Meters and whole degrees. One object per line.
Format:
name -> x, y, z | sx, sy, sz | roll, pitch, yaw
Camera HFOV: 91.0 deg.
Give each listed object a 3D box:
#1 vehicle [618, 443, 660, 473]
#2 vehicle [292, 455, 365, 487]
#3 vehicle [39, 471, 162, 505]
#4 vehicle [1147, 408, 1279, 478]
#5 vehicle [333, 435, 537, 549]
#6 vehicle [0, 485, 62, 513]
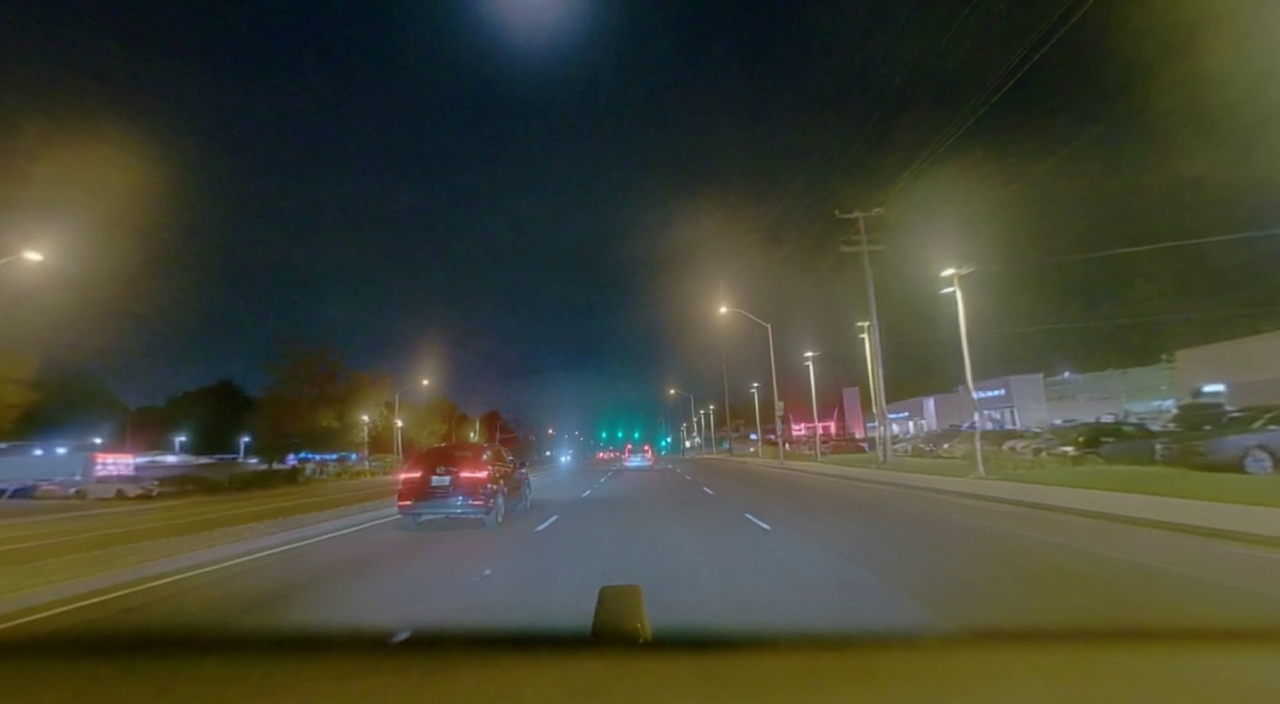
vehicle -> -0.072, 5.532, 33.057 | 2.019, 1.459, 4.005 | 0, -9, -1
vehicle -> -22.979, 8.744, 46.777 | 2.416, 2.082, 6.190 | 0, -9, -2
vehicle -> -31.963, 8.059, 37.426 | 5.325, 1.814, 2.128 | 0, -9, 1
vehicle -> 14.638, 2.071, 14.369 | 4.363, 1.485, 1.964 | 0, -9, 1
vehicle -> -3.091, 2.202, 10.603 | 1.939, 1.496, 4.309 | 0, -9, 1
vehicle -> -37.119, 8.691, 37.256 | 4.103, 1.444, 1.795 | 0, -9, 2
